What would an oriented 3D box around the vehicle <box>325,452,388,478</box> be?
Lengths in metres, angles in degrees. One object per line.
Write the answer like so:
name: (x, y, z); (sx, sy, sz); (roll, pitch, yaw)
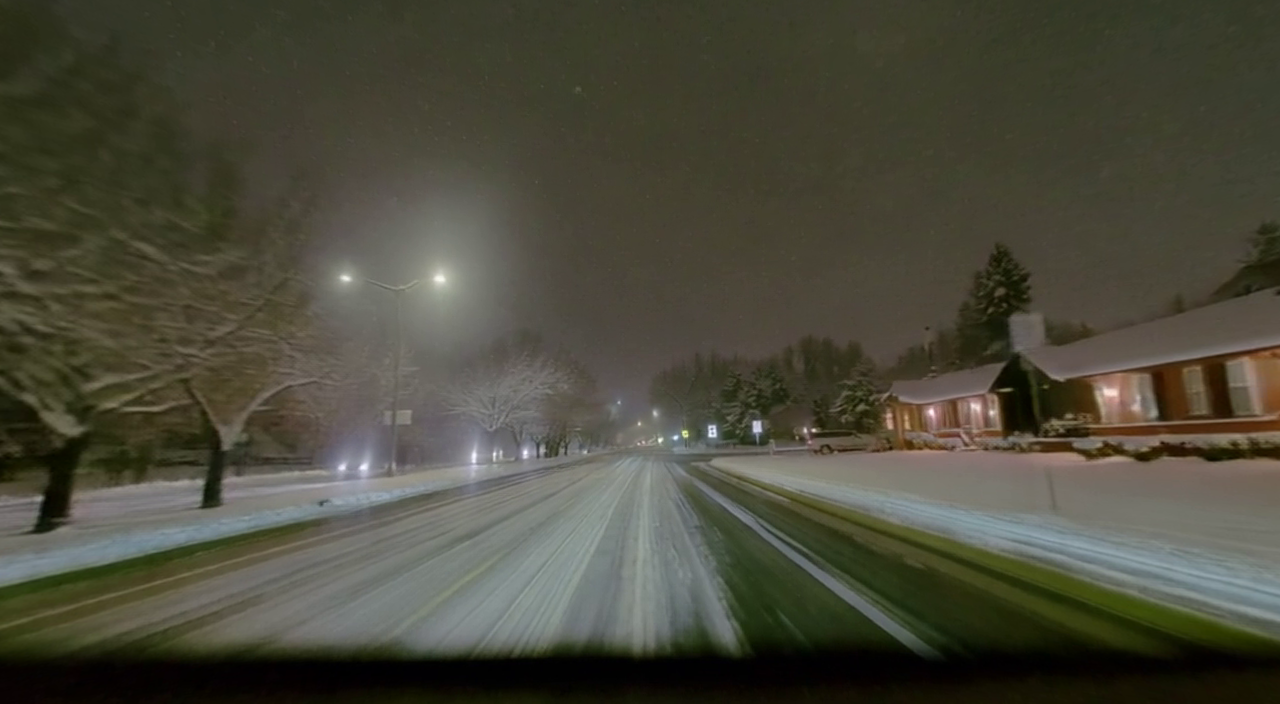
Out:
vehicle: (-18.071, 7.193, 40.497); (1.846, 1.515, 4.538); (0, -8, 1)
